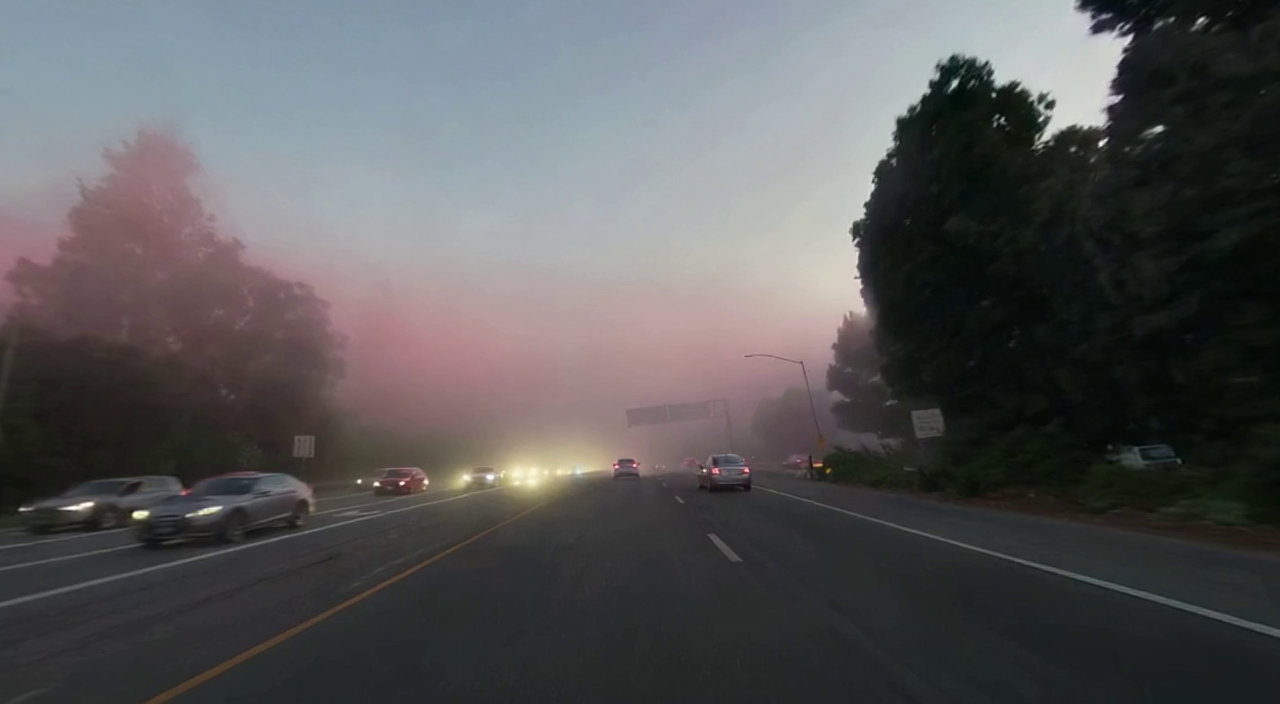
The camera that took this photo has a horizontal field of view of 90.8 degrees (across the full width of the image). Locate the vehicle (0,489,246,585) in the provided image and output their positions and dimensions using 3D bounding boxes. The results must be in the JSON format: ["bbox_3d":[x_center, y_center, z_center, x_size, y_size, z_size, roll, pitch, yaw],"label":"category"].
[{"bbox_3d":[-10.864,3.810,13.555,1.974,1.417,4.286,0,-9,1],"label":"vehicle"}]

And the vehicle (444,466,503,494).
[{"bbox_3d":[-10.606,8.194,40.735,2.420,1.511,4.810,0,-9,1],"label":"vehicle"}]

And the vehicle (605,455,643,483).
[{"bbox_3d":[-0.885,6.843,37.130,2.090,1.510,4.280,0,-9,0],"label":"vehicle"}]

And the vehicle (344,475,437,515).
[{"bbox_3d":[-10.554,6.075,27.139,2.201,1.417,4.255,0,-9,1],"label":"vehicle"}]

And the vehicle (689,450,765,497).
[{"bbox_3d":[2.984,4.298,22.727,1.972,1.488,4.335,0,-9,-2],"label":"vehicle"}]

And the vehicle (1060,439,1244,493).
[{"bbox_3d":[16.067,3.596,20.234,1.939,1.529,4.555,0,-9,-2],"label":"vehicle"}]
